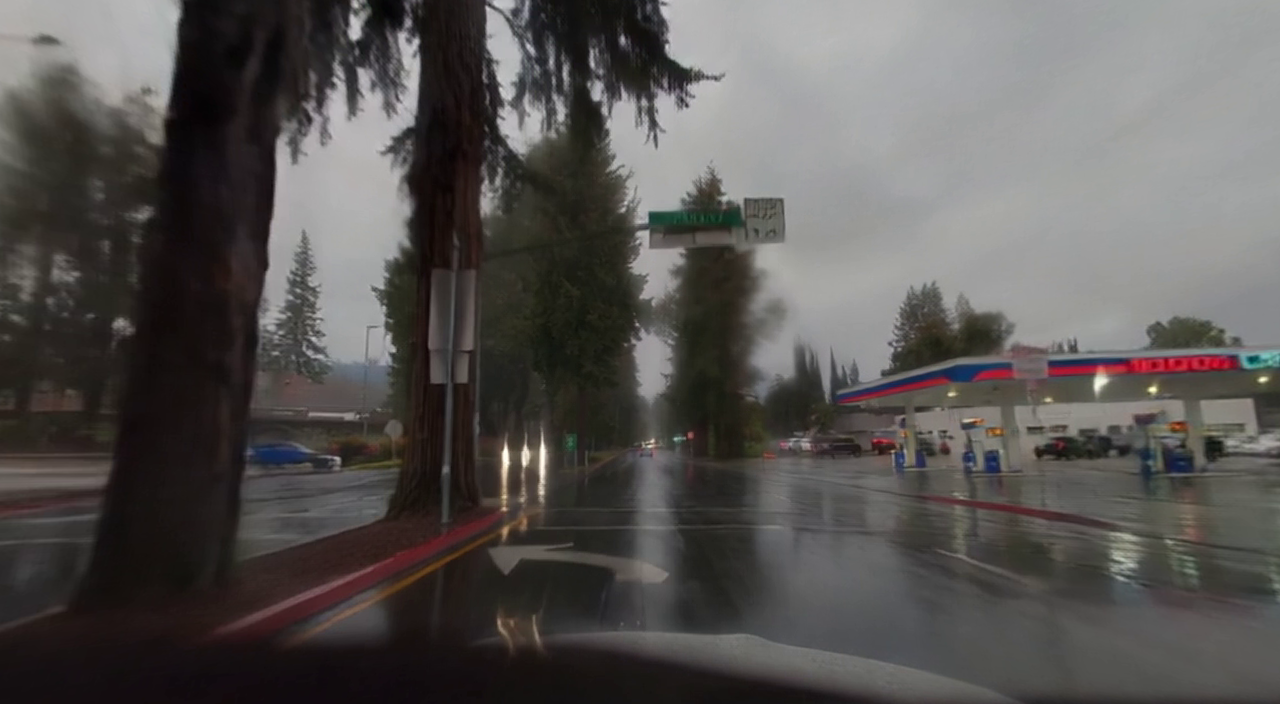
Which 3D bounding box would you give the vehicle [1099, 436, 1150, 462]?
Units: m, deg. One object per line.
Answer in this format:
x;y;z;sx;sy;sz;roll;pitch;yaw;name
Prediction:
28.880;5.766;37.607;1.815;1.480;4.406;-8;-12;43;vehicle

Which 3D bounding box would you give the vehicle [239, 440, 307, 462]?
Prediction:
-28.632;7.737;49.432;4.390;1.665;1.934;4;-10;-27;vehicle

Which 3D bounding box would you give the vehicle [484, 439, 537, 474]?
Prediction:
-6.866;5.586;33.961;1.987;1.747;4.545;0;-9;-2;vehicle

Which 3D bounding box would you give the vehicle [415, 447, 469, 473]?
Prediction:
-11.796;6.449;38.020;1.909;1.469;4.370;0;-9;-1;vehicle

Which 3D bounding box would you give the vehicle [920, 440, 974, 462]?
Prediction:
21.799;7.002;44.775;4.557;1.434;1.916;8;-12;-44;vehicle

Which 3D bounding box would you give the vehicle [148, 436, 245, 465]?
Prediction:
-28.841;6.418;41.142;4.938;1.778;1.954;6;-11;-37;vehicle

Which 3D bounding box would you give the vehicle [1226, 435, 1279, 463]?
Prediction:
32.542;5.157;33.625;1.771;1.422;3.931;-8;-11;41;vehicle

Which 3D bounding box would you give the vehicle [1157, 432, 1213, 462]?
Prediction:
30.672;5.366;35.515;2.103;1.561;4.355;-8;-11;41;vehicle
